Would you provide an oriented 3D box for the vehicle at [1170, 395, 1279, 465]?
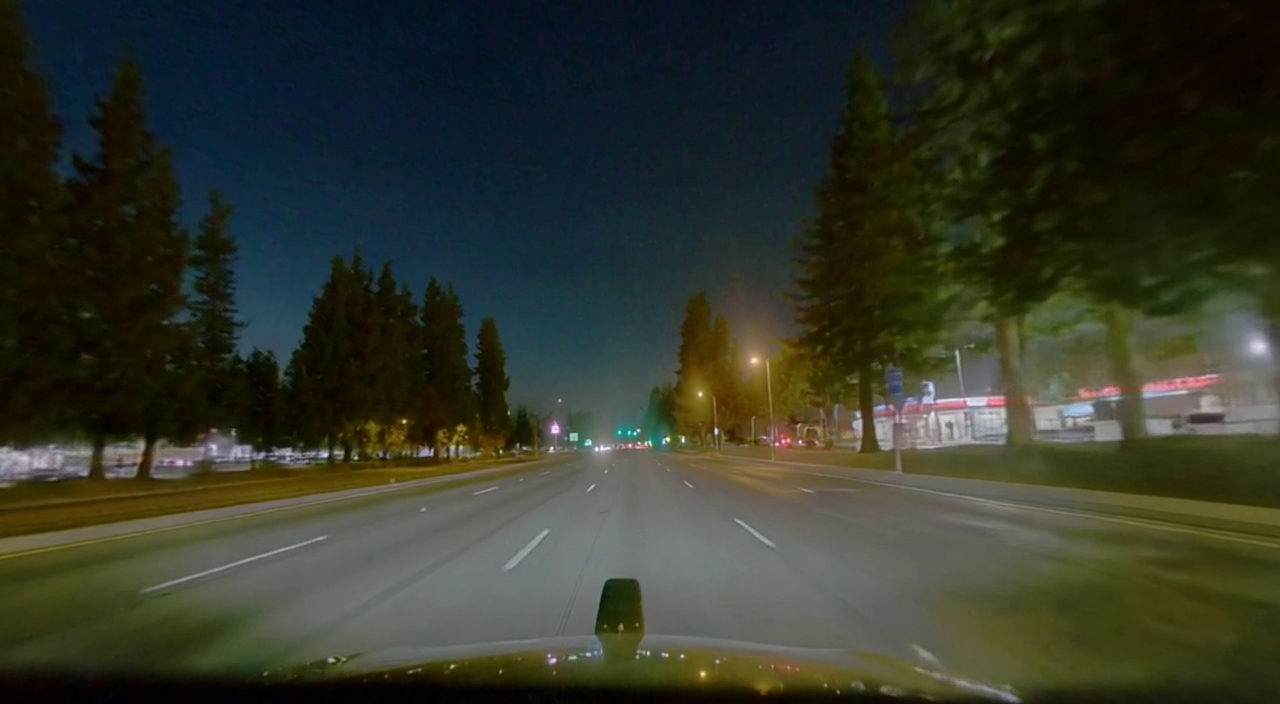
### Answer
[{"bbox_3d":[26.458,3.198,25.883,7.147,2.712,2.343,0,-8,1],"label":"vehicle"}]

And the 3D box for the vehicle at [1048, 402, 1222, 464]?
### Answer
[{"bbox_3d":[26.304,4.353,33.810,6.937,2.503,2.325,-6,-8,2],"label":"vehicle"}]
